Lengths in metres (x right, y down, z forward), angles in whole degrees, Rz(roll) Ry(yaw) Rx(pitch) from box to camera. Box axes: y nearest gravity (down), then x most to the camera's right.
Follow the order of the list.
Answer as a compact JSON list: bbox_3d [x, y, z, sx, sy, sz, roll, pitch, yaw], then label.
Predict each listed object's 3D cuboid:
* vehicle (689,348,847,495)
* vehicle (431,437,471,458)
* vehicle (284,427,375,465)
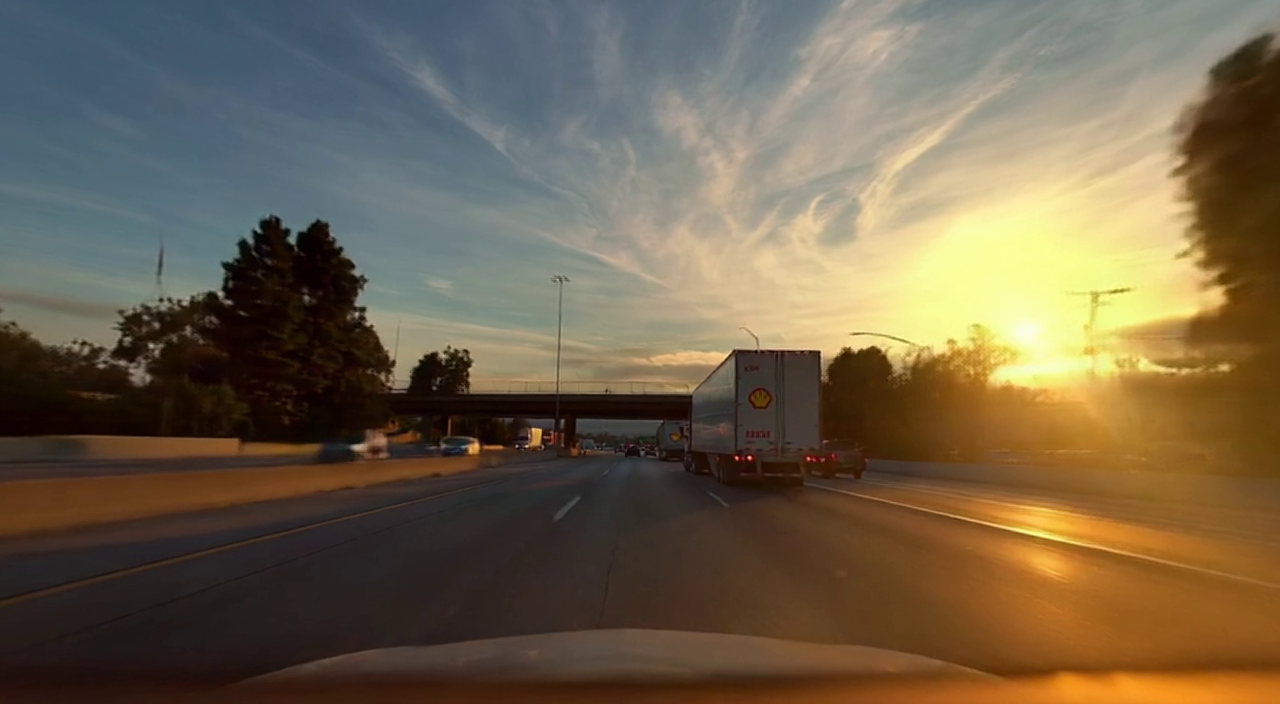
[{"bbox_3d":[3.983,2.906,24.106,2.922,3.987,14.038,0,-9,-1],"label":"vehicle"},{"bbox_3d":[-13.078,6.649,43.815,1.719,1.433,3.631,0,-9,-1],"label":"vehicle"},{"bbox_3d":[-12.759,3.895,26.163,1.804,1.444,3.850,0,-9,-1],"label":"vehicle"}]
